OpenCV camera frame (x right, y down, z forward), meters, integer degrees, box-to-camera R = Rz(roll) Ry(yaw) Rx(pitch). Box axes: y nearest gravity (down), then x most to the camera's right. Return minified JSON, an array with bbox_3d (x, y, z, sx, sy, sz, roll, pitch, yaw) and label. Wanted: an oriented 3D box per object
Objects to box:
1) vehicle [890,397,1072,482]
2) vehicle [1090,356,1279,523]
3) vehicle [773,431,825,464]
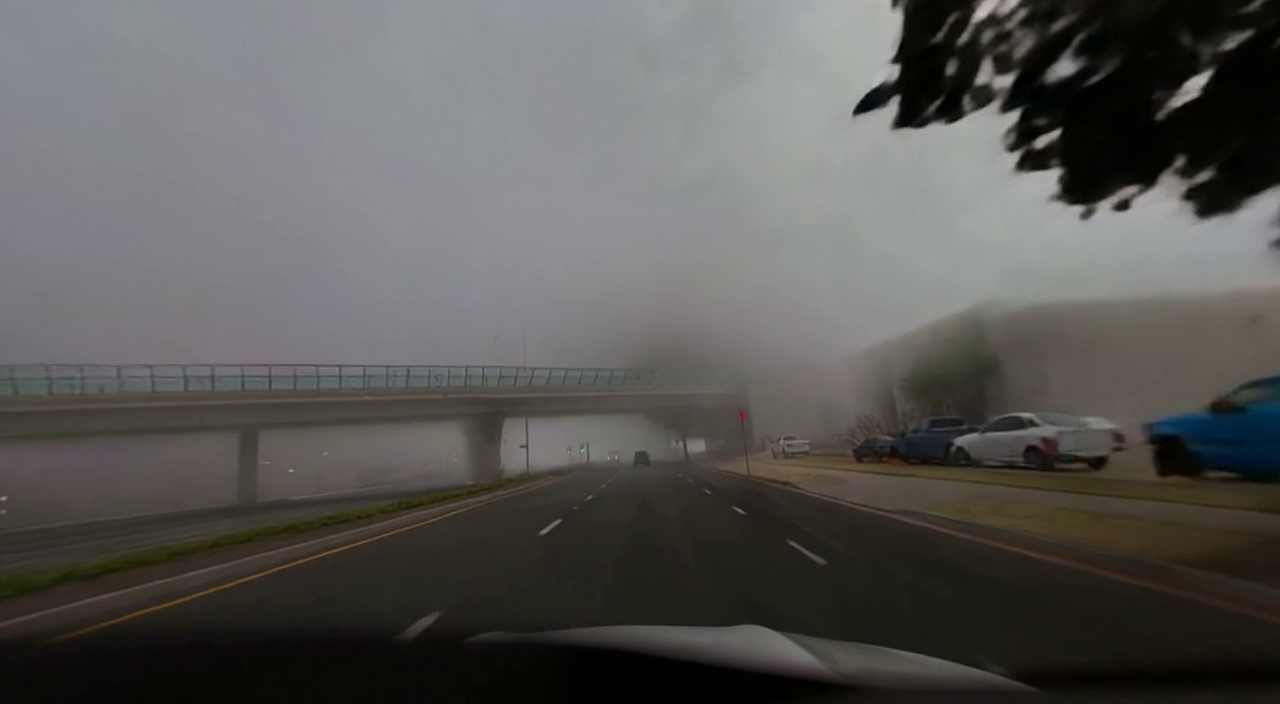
[{"bbox_3d":[10.626,2.887,20.363,2.287,1.953,5.796,-10,-9,-3],"label":"vehicle"},{"bbox_3d":[10.035,1.175,8.747,2.445,2.272,6.461,-2,-9,-2],"label":"vehicle"},{"bbox_3d":[10.848,6.575,43.166,2.244,1.866,4.603,-7,-9,0],"label":"vehicle"}]
